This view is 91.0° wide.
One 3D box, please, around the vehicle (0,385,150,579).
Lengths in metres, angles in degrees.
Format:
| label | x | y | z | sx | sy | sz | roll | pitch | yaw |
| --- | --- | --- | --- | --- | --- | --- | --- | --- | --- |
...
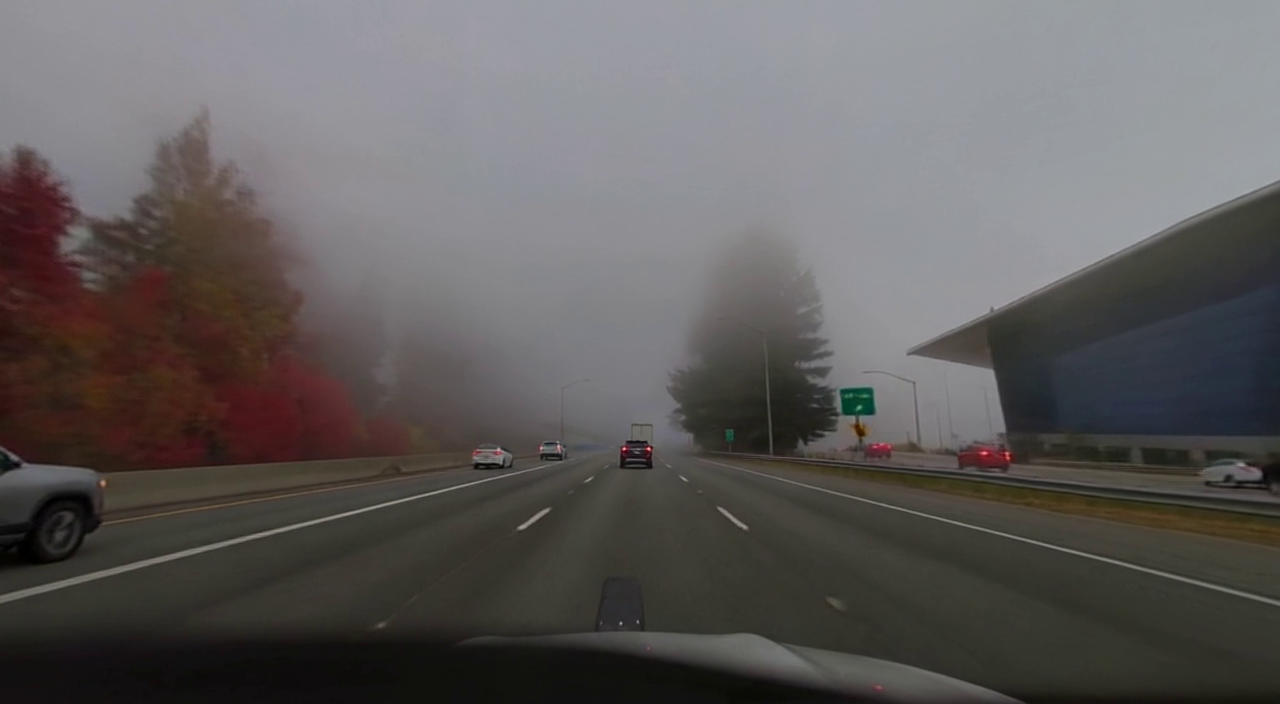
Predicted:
| label | x | y | z | sx | sy | sz | roll | pitch | yaw |
| --- | --- | --- | --- | --- | --- | --- | --- | --- | --- |
| vehicle | -7.172 | 1.119 | 5.228 | 2.146 | 1.834 | 4.999 | 0 | -9 | 0 |

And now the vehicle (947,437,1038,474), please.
| label | x | y | z | sx | sy | sz | roll | pitch | yaw |
| --- | --- | --- | --- | --- | --- | --- | --- | --- | --- |
| vehicle | 17.328 | 5.099 | 31.291 | 2.019 | 1.657 | 4.582 | 0 | -9 | 3 |

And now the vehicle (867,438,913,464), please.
| label | x | y | z | sx | sy | sz | roll | pitch | yaw |
| --- | --- | --- | --- | --- | --- | --- | --- | --- | --- |
| vehicle | 18.973 | 7.516 | 48.029 | 2.242 | 1.835 | 4.667 | -1 | -9 | 8 |

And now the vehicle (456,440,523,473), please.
| label | x | y | z | sx | sy | sz | roll | pitch | yaw |
| --- | --- | --- | --- | --- | --- | --- | --- | --- | --- |
| vehicle | -7.323 | 5.130 | 31.105 | 2.074 | 1.495 | 4.643 | 0 | -9 | 1 |

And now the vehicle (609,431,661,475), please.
| label | x | y | z | sx | sy | sz | roll | pitch | yaw |
| --- | --- | --- | --- | --- | --- | --- | --- | --- | --- |
| vehicle | -0.220 | 4.742 | 29.765 | 2.245 | 1.863 | 4.801 | 0 | -9 | 0 |
